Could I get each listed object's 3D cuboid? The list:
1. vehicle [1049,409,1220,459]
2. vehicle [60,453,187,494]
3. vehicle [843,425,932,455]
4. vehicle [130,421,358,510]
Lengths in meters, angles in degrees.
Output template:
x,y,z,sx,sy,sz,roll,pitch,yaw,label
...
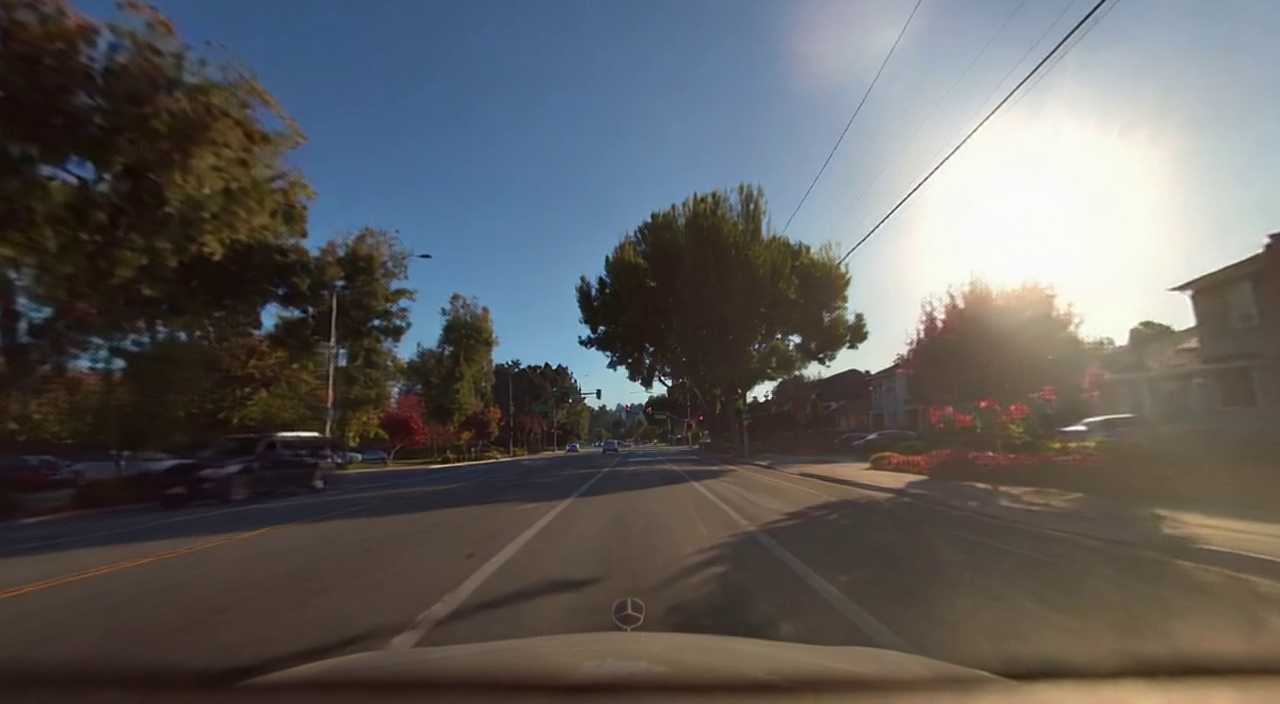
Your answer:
x,y,z,sx,sy,sz,roll,pitch,yaw,label
18.394,3.081,23.636,4.591,1.718,2.107,-1,-8,-1,vehicle
-21.981,5.145,26.931,3.952,1.429,1.772,-4,-8,2,vehicle
15.176,5.437,38.847,4.625,1.467,1.991,-4,-8,2,vehicle
-10.376,3.032,17.364,2.294,1.975,5.773,-1,-8,3,vehicle
